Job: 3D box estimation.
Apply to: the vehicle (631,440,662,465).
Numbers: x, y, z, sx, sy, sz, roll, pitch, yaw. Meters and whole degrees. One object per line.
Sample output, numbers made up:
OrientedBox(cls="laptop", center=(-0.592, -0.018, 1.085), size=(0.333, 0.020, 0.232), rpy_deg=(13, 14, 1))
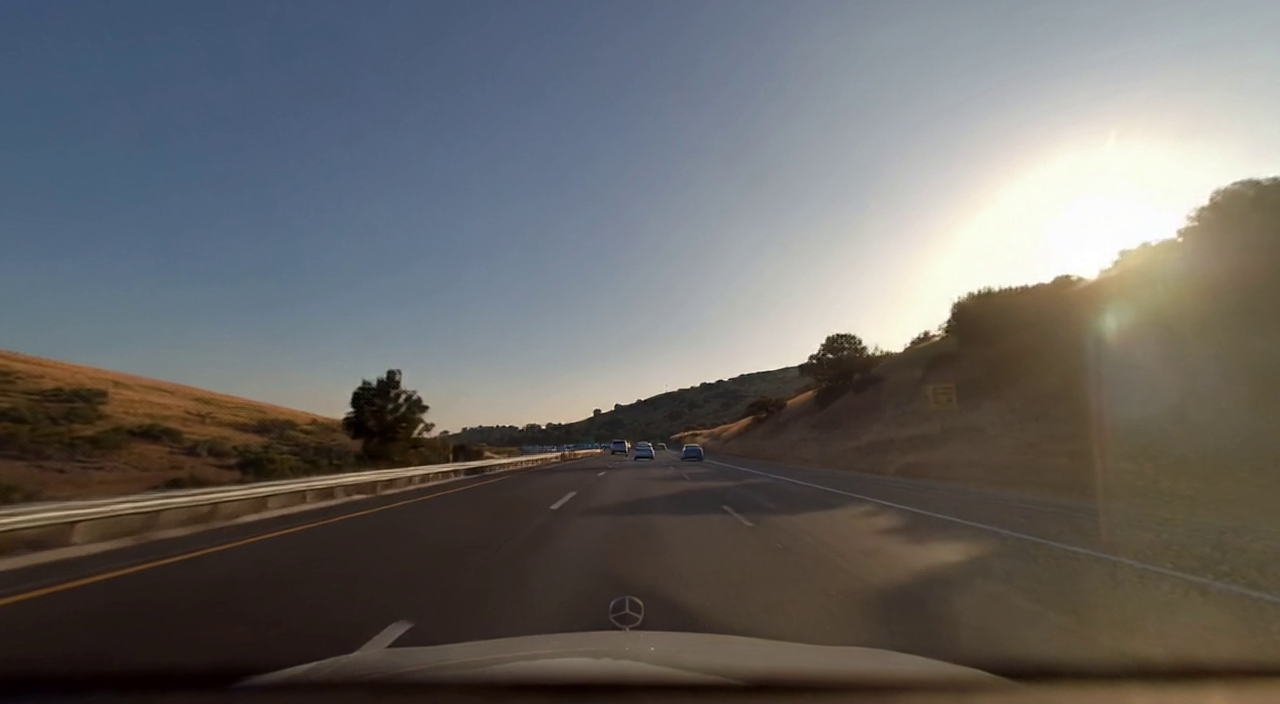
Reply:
OrientedBox(cls="vehicle", center=(0.392, 6.780, 42.660), size=(1.986, 1.576, 4.312), rpy_deg=(0, -8, 0))

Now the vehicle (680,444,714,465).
OrientedBox(cls="vehicle", center=(3.873, 7.008, 43.205), size=(1.976, 1.352, 3.602), rpy_deg=(0, -8, 0))
